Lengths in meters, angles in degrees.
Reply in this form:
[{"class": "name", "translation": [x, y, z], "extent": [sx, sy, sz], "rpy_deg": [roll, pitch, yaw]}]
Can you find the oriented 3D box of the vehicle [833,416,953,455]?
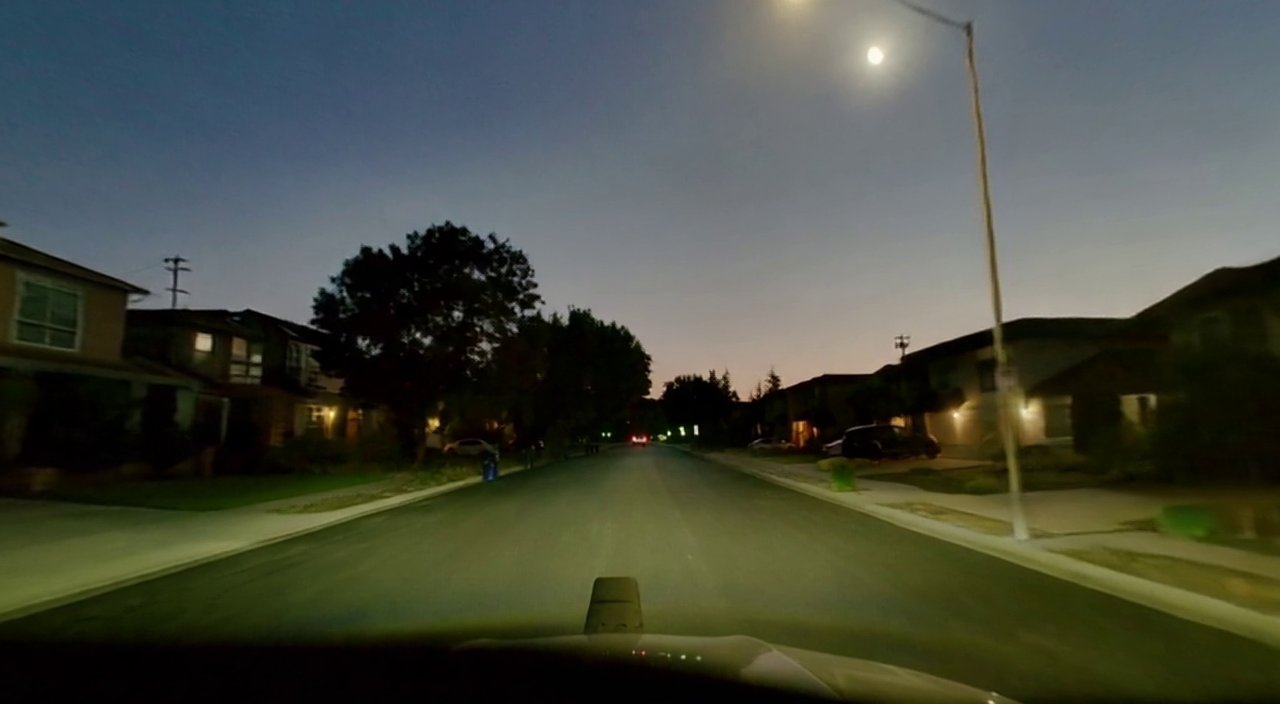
[{"class": "vehicle", "translation": [12.813, 4.260, 32.296], "extent": [5.049, 1.845, 2.327], "rpy_deg": [-1, -8, 0]}]
